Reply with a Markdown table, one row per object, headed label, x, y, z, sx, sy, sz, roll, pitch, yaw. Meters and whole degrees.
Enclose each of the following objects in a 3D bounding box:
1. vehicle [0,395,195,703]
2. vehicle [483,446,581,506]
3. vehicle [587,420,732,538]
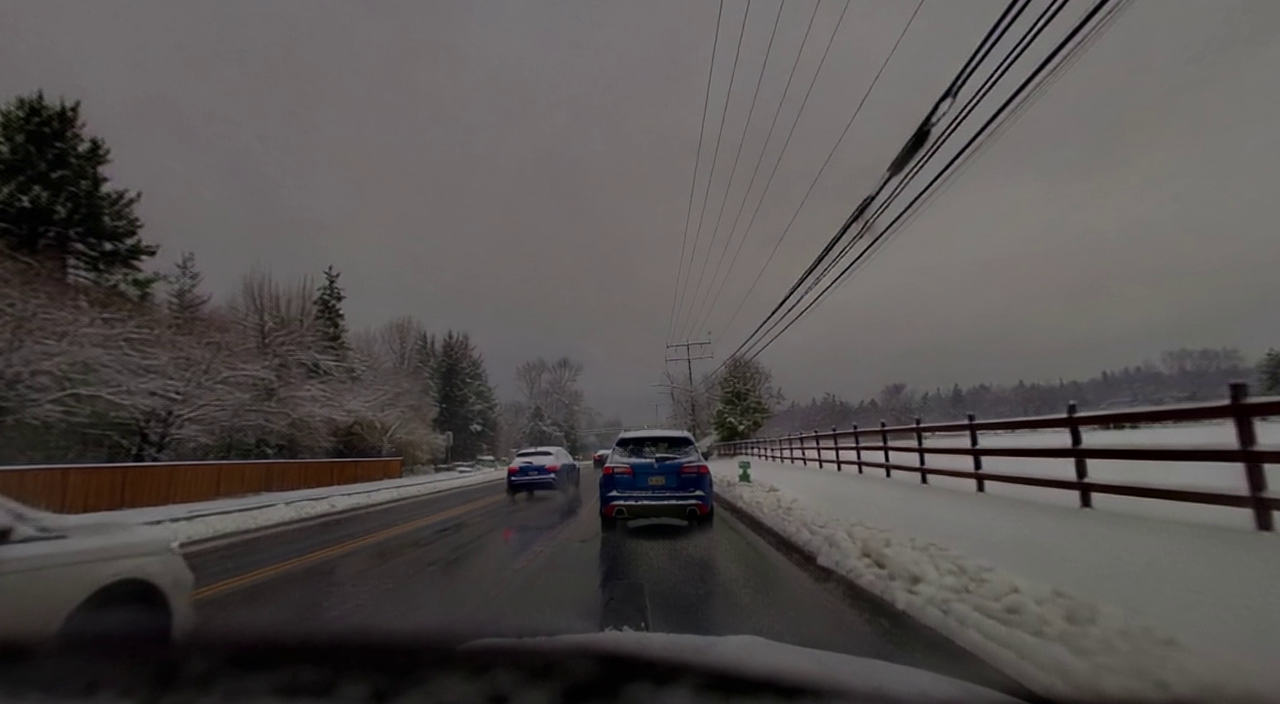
| label | x | y | z | sx | sy | sz | roll | pitch | yaw |
| --- | --- | --- | --- | --- | --- | --- | --- | --- | --- |
| vehicle | -3.453 | 0.794 | 1.249 | 2.033 | 1.574 | 4.132 | 0 | -9 | 1 |
| vehicle | -2.916 | 3.429 | 17.939 | 1.979 | 1.489 | 4.006 | 0 | -9 | 1 |
| vehicle | 0.313 | 2.221 | 11.596 | 2.174 | 1.749 | 4.113 | 0 | -9 | 1 |
